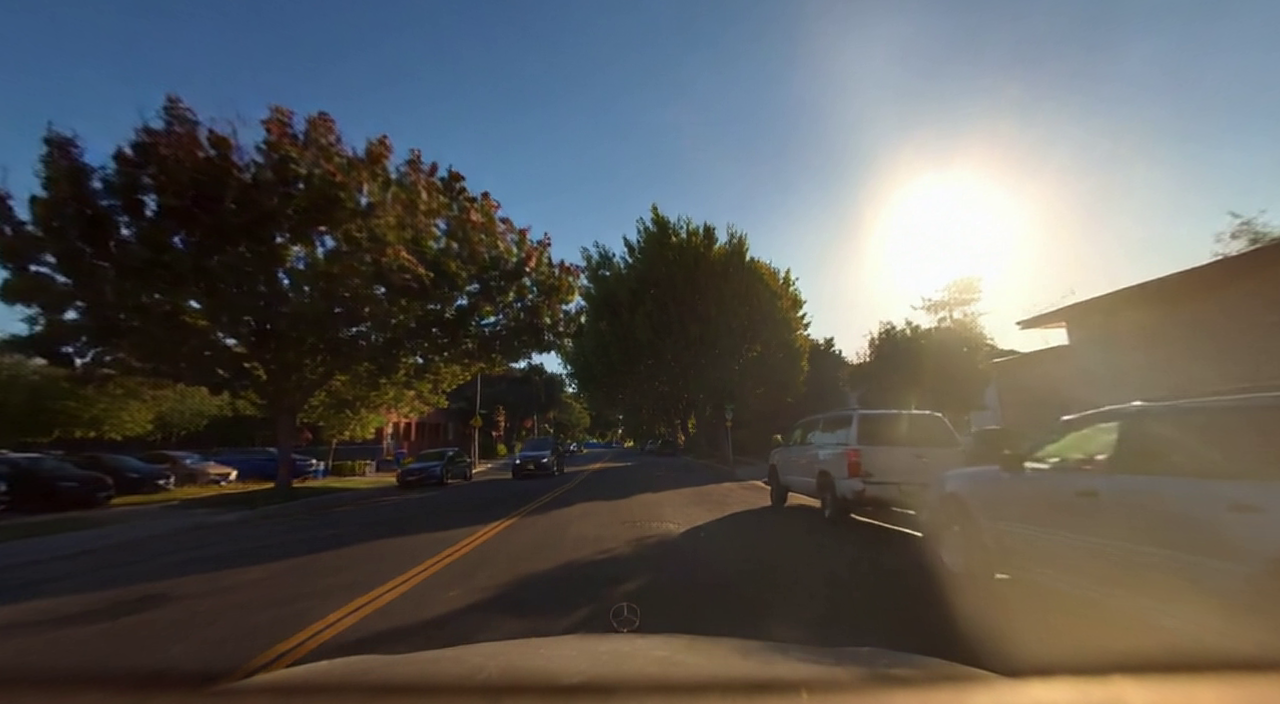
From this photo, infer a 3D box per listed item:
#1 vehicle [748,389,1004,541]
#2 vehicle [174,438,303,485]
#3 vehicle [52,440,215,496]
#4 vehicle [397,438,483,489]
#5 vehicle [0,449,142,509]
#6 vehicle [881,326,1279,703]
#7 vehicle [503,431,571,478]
[{"bbox_3d":[3.614,1.883,11.093,2.393,2.012,5.060,0,-8,-2],"label":"vehicle"},{"bbox_3d":[-15.898,4.302,25.031,4.696,1.681,1.905,-4,-9,24],"label":"vehicle"},{"bbox_3d":[-15.926,3.597,19.869,4.394,1.577,2.006,-4,-9,22],"label":"vehicle"},{"bbox_3d":[-7.449,4.164,23.942,1.928,1.537,4.439,-5,-8,-3],"label":"vehicle"},{"bbox_3d":[-15.902,3.314,16.900,4.400,1.399,2.047,-4,-9,22],"label":"vehicle"},{"bbox_3d":[3.837,1.000,4.300,2.094,1.789,5.286,0,-8,-3],"label":"vehicle"},{"bbox_3d":[-4.150,4.223,26.238,2.088,1.772,4.375,0,-8,0],"label":"vehicle"}]
